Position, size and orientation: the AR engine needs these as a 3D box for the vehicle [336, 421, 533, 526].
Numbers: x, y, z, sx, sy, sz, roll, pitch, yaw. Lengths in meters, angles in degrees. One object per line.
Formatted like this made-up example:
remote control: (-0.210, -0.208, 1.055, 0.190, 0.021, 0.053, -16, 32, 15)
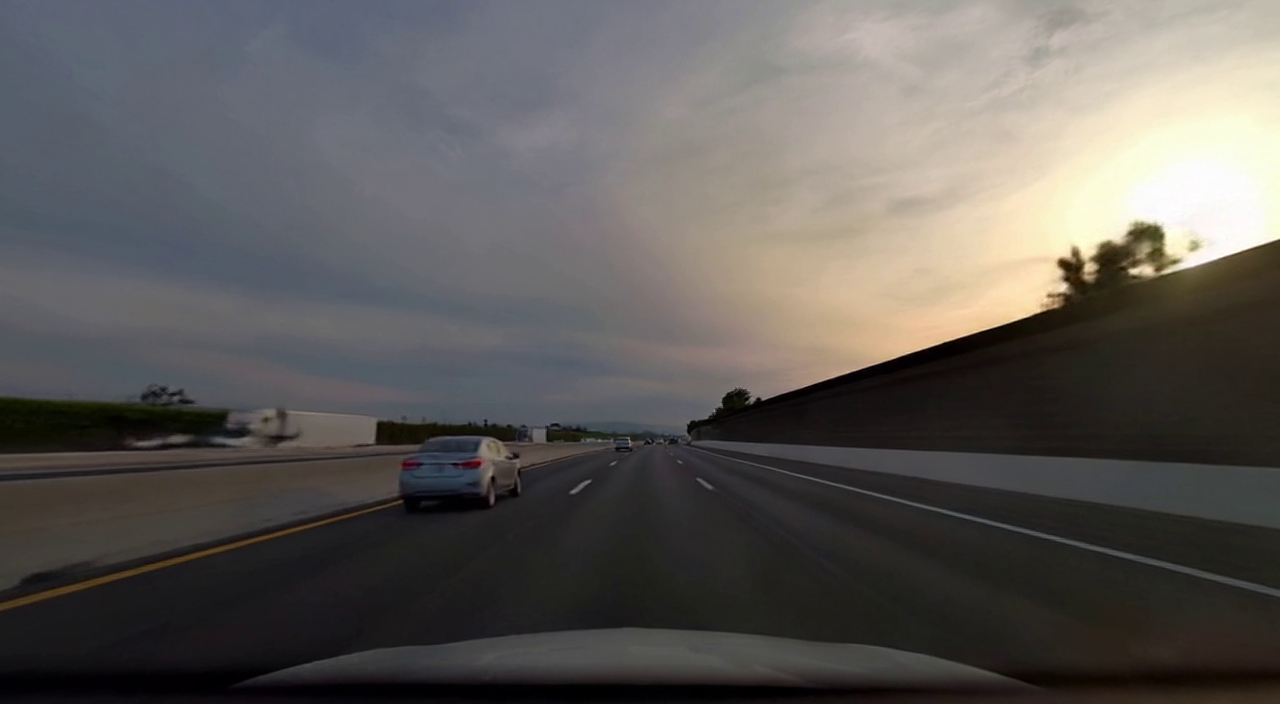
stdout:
vehicle: (-3.589, 2.217, 12.171, 2.053, 1.587, 4.855, 0, -8, 2)
